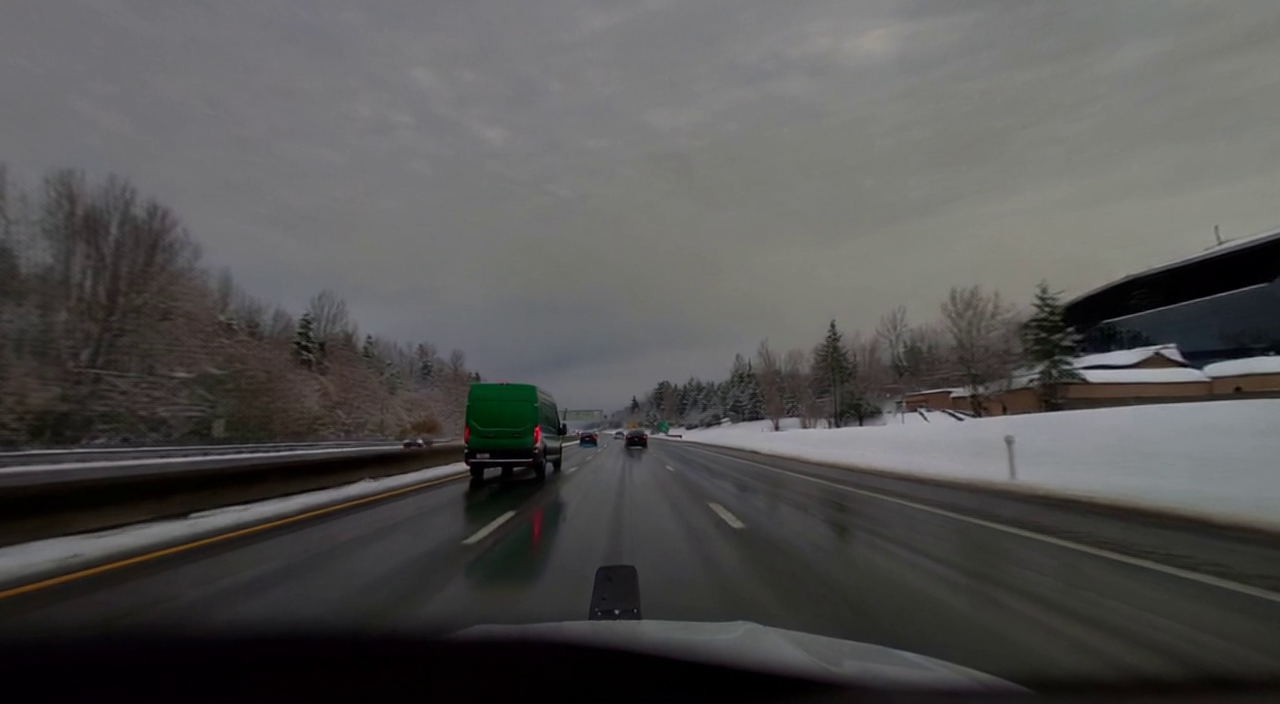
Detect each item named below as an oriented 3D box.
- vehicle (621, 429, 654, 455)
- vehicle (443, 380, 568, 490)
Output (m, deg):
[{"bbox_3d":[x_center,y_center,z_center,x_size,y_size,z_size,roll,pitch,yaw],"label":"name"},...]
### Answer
[{"bbox_3d":[-0.174,6.082,42.594,2.104,1.646,4.176,0,-8,-1],"label":"vehicle"},{"bbox_3d":[-3.511,2.353,17.855,2.424,2.577,5.828,0,-8,-2],"label":"vehicle"}]
